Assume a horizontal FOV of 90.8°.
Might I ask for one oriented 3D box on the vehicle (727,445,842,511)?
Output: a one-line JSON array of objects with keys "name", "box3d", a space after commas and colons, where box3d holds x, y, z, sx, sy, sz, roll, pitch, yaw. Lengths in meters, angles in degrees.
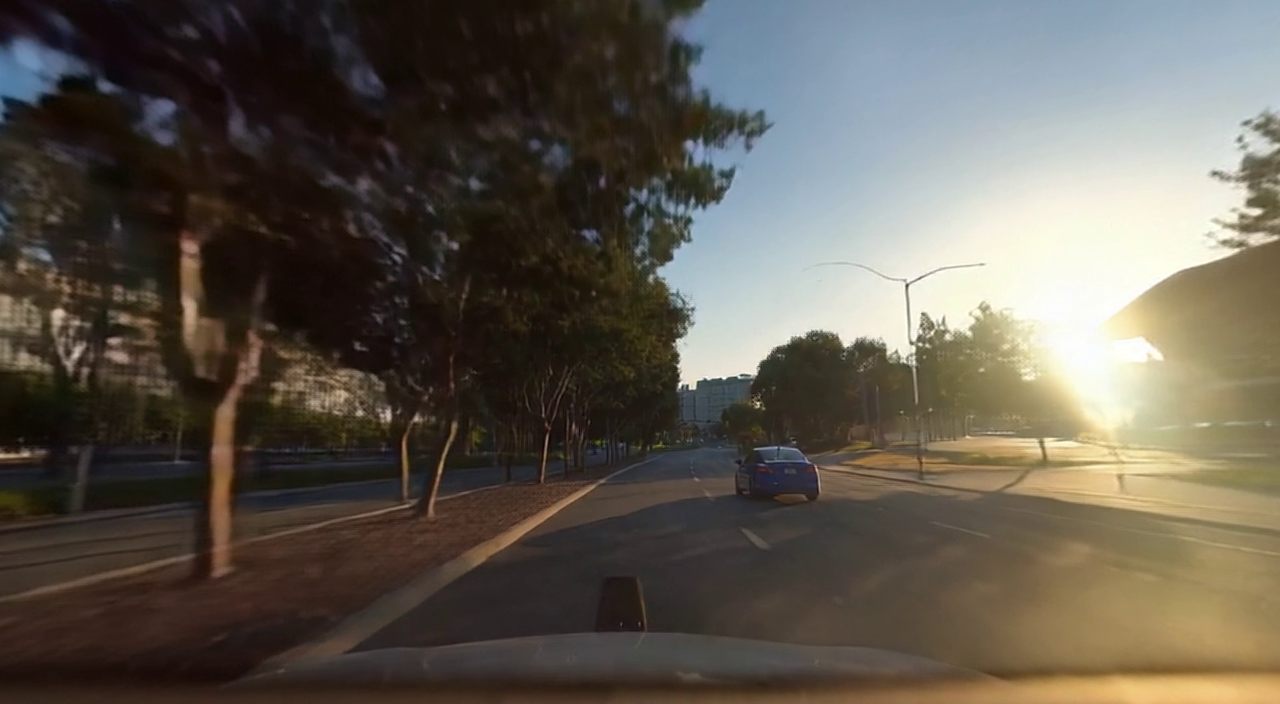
[{"name": "vehicle", "box3d": [3.602, 3.199, 16.627, 1.928, 1.481, 4.453, 0, -9, -1]}]
